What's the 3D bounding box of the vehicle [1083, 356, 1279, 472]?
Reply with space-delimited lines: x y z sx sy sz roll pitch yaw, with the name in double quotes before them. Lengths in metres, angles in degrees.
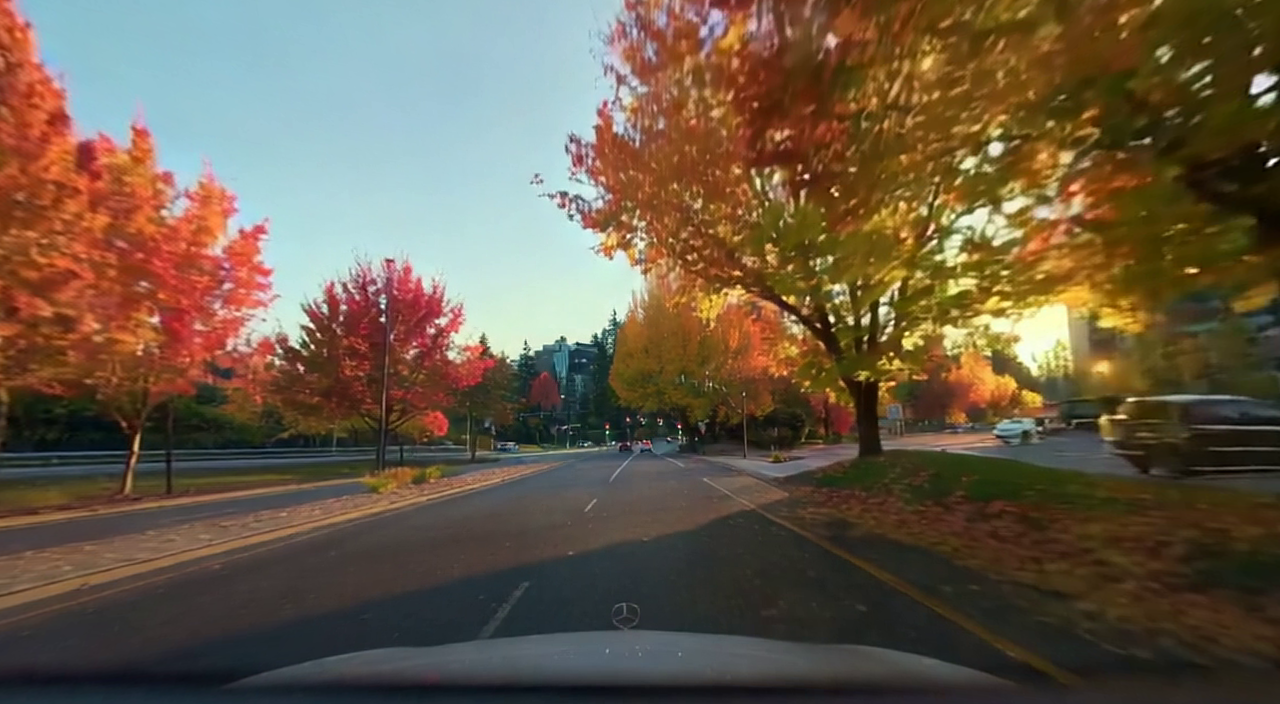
"vehicle" 11.209 1.144 11.072 5.208 1.823 2.155 1 -9 -3
